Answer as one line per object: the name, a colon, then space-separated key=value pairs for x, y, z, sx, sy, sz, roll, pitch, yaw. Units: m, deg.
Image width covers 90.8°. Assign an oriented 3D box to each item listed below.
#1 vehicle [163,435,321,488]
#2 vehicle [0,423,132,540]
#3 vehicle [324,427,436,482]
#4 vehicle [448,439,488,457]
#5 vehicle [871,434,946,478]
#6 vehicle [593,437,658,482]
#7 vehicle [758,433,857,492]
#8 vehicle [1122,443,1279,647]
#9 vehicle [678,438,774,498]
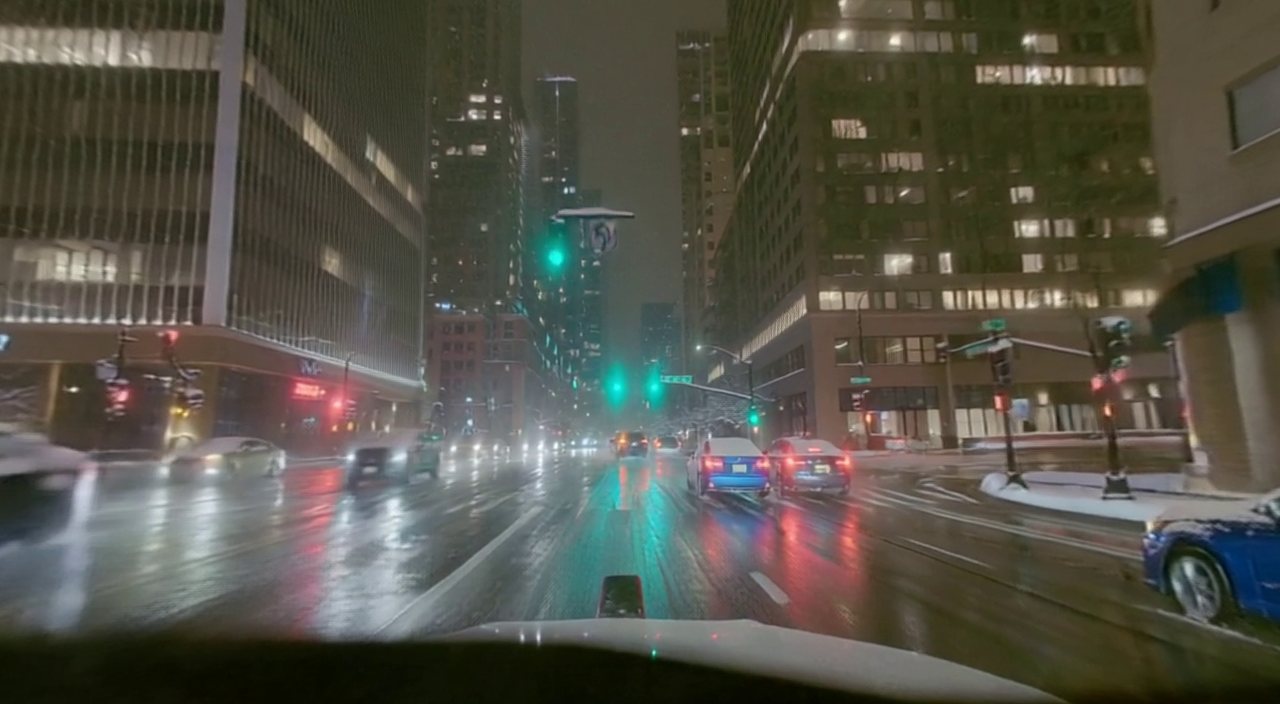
vehicle: x=-12.774 y=3.523 z=20.785 sx=1.983 sy=1.513 sz=5.030 roll=0 pitch=-8 yaw=-1
vehicle: x=-10.020 y=1.865 z=9.156 sx=1.879 sy=1.637 sz=4.100 roll=0 pitch=-8 yaw=0
vehicle: x=-9.480 y=3.798 z=23.593 sx=2.142 sy=1.817 sz=4.823 roll=0 pitch=-8 yaw=0
vehicle: x=-13.193 y=7.372 z=48.715 sx=1.939 sy=1.326 sz=4.340 roll=0 pitch=-8 yaw=0
vehicle: x=12.089 y=4.599 z=28.251 sx=2.008 sy=1.794 sz=4.640 roll=-6 pitch=-10 yaw=35
vehicle: x=-0.511 y=3.794 z=22.570 sx=2.096 sy=1.457 sz=4.160 roll=0 pitch=-8 yaw=-1
vehicle: x=5.488 y=3.673 z=21.410 sx=2.015 sy=1.745 sz=4.444 roll=0 pitch=-8 yaw=-2
vehicle: x=5.674 y=1.283 z=3.737 sx=1.914 sy=1.484 sz=4.639 roll=0 pitch=-8 yaw=-1
vehicle: x=2.271 y=3.219 z=18.024 sx=1.987 sy=1.484 sz=4.427 roll=0 pitch=-8 yaw=-2
